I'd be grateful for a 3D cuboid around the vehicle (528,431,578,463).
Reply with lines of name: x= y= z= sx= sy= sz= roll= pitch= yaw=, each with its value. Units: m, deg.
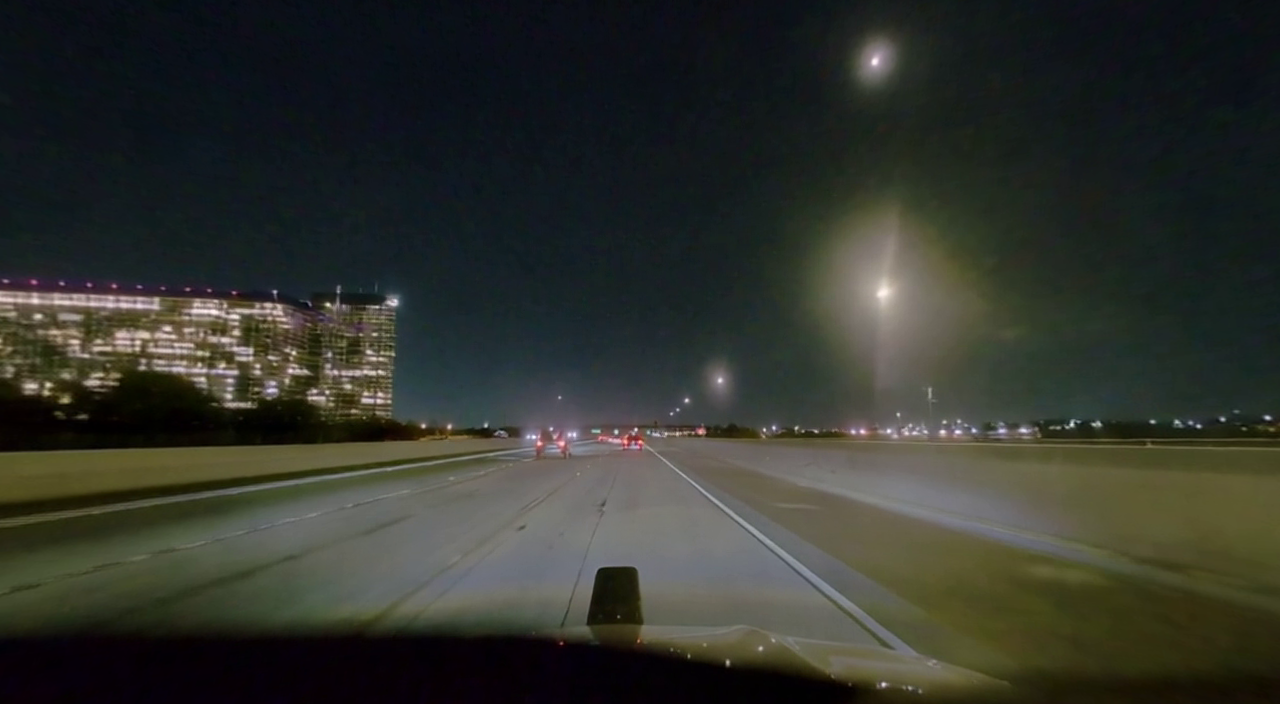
vehicle: x=-4.635 y=5.110 z=34.142 sx=2.036 sy=1.612 sz=4.510 roll=0 pitch=-8 yaw=0
